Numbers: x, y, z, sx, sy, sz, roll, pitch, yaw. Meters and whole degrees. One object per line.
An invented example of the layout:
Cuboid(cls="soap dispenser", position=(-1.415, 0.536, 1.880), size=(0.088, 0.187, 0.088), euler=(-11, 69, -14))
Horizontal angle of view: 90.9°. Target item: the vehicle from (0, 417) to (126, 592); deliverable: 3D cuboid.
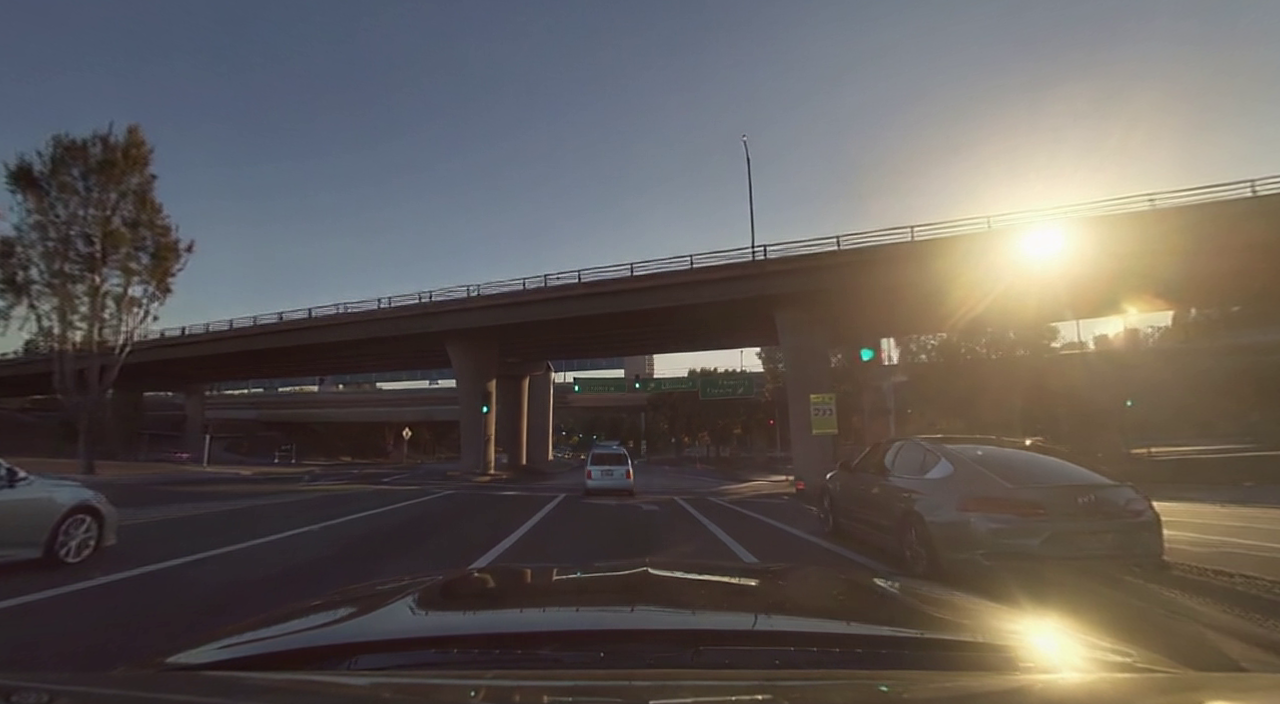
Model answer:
Cuboid(cls="vehicle", position=(-7.222, 1.364, 5.355), size=(2.108, 1.670, 4.235), euler=(0, -9, -1))
